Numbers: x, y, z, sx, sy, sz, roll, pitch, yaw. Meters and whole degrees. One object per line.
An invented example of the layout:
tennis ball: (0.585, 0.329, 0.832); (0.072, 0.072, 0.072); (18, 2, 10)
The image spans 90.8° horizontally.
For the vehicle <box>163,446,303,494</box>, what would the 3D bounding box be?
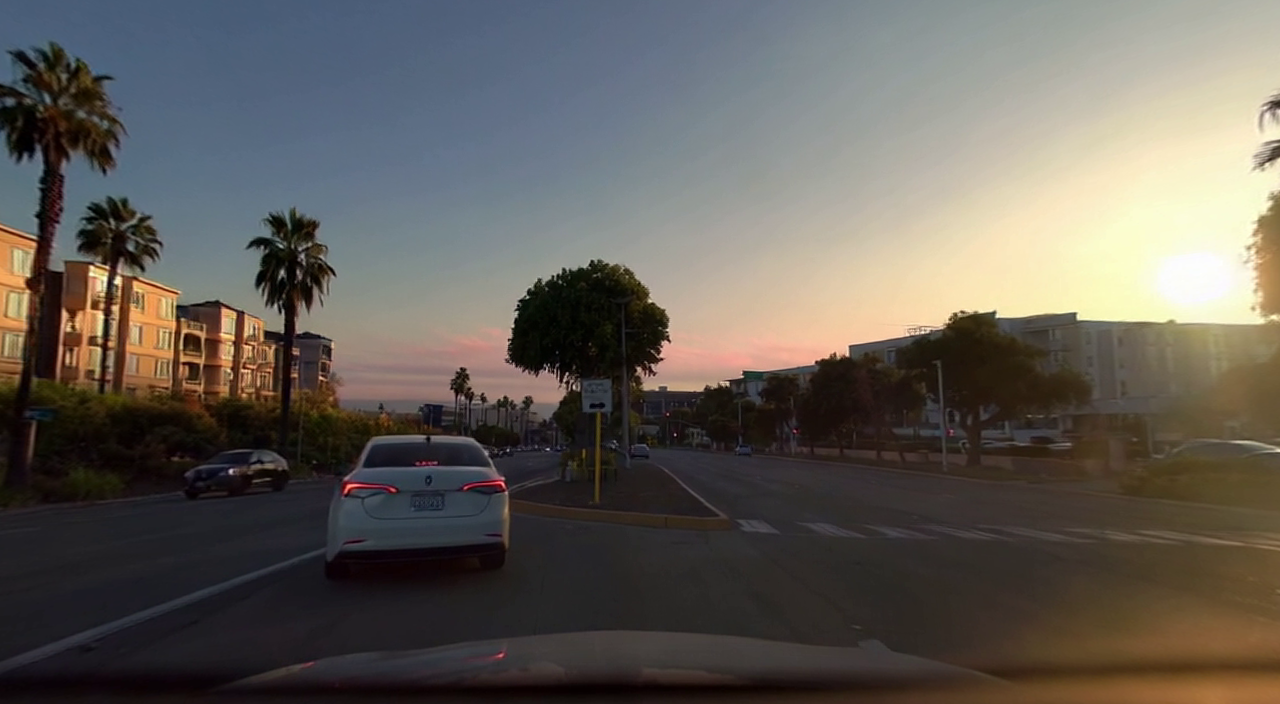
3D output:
vehicle: (-13.876, 4.001, 21.964); (2.099, 1.464, 4.615); (1, -8, -5)

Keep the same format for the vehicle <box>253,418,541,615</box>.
vehicle: (-3.023, 1.590, 7.194); (1.986, 1.473, 4.382); (6, -10, -34)
